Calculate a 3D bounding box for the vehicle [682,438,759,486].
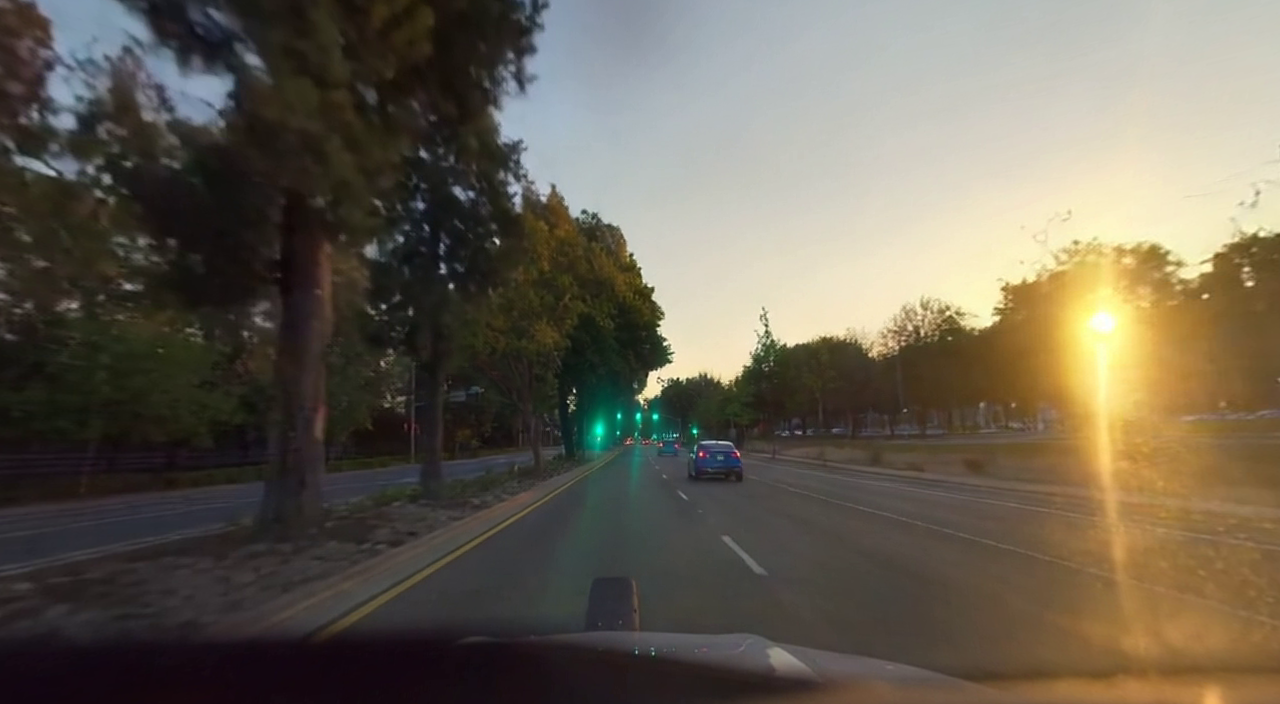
[{"bbox_3d":[2.663,3.760,21.922,2.056,1.483,4.091,0,-8,-1],"label":"vehicle"}]
